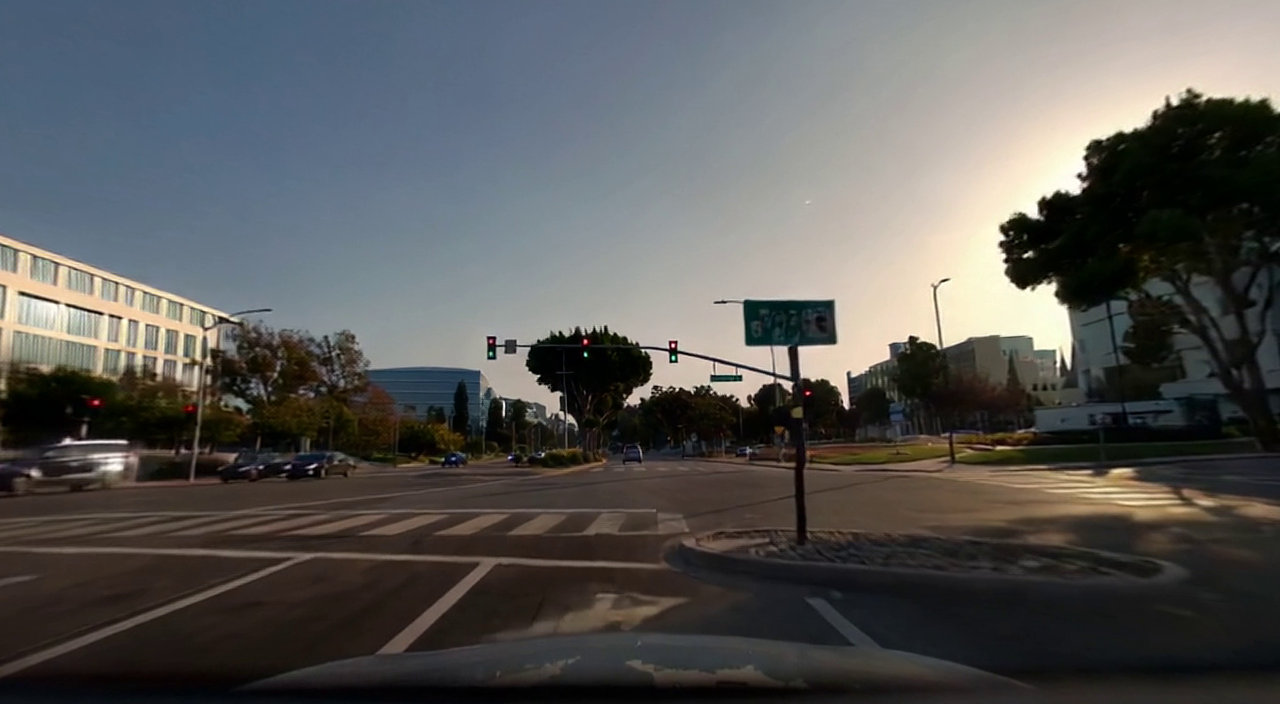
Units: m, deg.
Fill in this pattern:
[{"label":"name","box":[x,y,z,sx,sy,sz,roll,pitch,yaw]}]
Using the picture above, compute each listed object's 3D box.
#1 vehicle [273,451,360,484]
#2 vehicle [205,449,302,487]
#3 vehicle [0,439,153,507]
[{"label":"vehicle","box":[-16.368,5.829,32.297,1.922,1.448,4.702,-2,-8,1]},{"label":"vehicle","box":[-19.703,5.897,32.473,2.093,1.654,4.601,-3,-8,0]},{"label":"vehicle","box":[-19.910,4.012,21.424,2.380,1.963,5.458,-2,-8,1]}]
